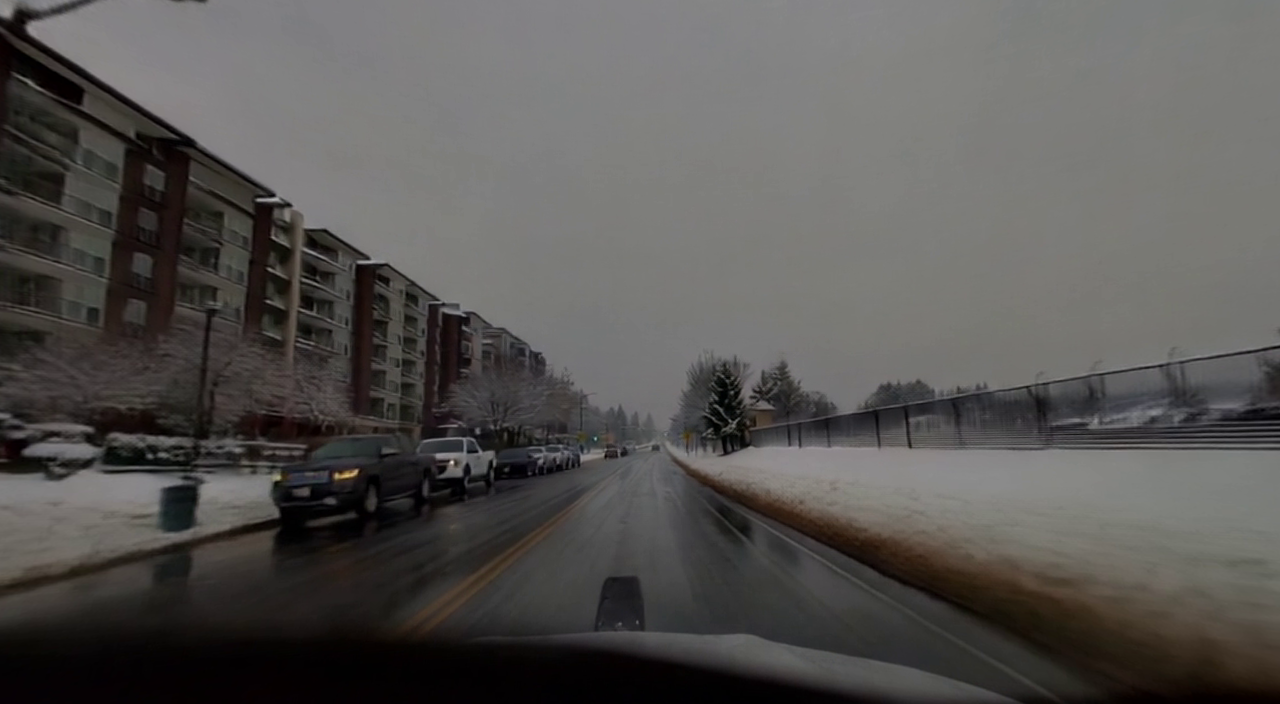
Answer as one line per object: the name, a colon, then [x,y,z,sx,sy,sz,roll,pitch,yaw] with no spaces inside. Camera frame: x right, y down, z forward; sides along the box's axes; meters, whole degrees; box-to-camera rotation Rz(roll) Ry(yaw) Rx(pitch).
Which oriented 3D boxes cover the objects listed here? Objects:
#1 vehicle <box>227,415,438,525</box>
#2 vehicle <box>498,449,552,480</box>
vehicle: [-6.548,2.577,14.330,2.192,1.965,4.917,2,-9,1]
vehicle: [-6.194,6.089,34.438,1.914,1.417,4.750,2,-8,1]
